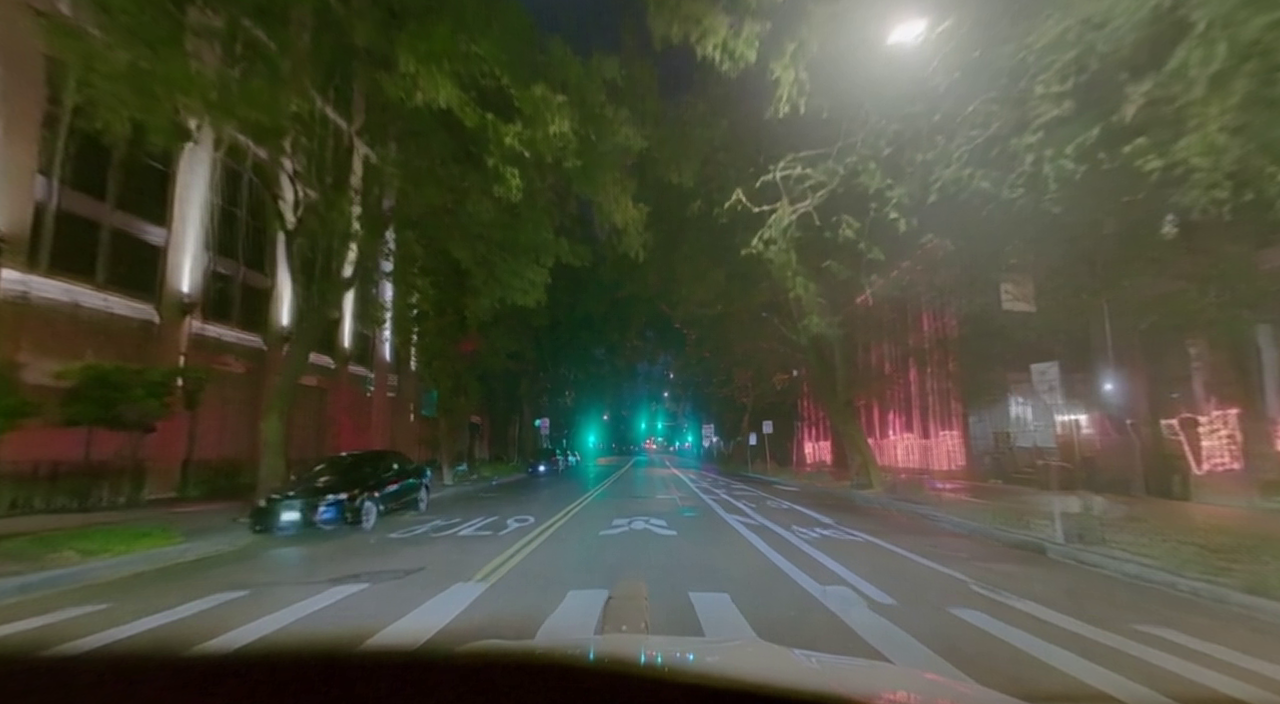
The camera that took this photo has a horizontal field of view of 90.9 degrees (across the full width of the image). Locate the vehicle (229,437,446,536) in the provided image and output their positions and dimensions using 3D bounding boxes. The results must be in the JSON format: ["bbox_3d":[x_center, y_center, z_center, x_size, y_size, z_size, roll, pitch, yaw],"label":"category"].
[{"bbox_3d":[-5.874,2.633,13.089,2.223,1.658,4.621,0,-8,0],"label":"vehicle"}]

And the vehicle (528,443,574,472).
[{"bbox_3d":[-5.531,6.598,39.771,2.147,1.701,4.879,0,-8,1],"label":"vehicle"}]
